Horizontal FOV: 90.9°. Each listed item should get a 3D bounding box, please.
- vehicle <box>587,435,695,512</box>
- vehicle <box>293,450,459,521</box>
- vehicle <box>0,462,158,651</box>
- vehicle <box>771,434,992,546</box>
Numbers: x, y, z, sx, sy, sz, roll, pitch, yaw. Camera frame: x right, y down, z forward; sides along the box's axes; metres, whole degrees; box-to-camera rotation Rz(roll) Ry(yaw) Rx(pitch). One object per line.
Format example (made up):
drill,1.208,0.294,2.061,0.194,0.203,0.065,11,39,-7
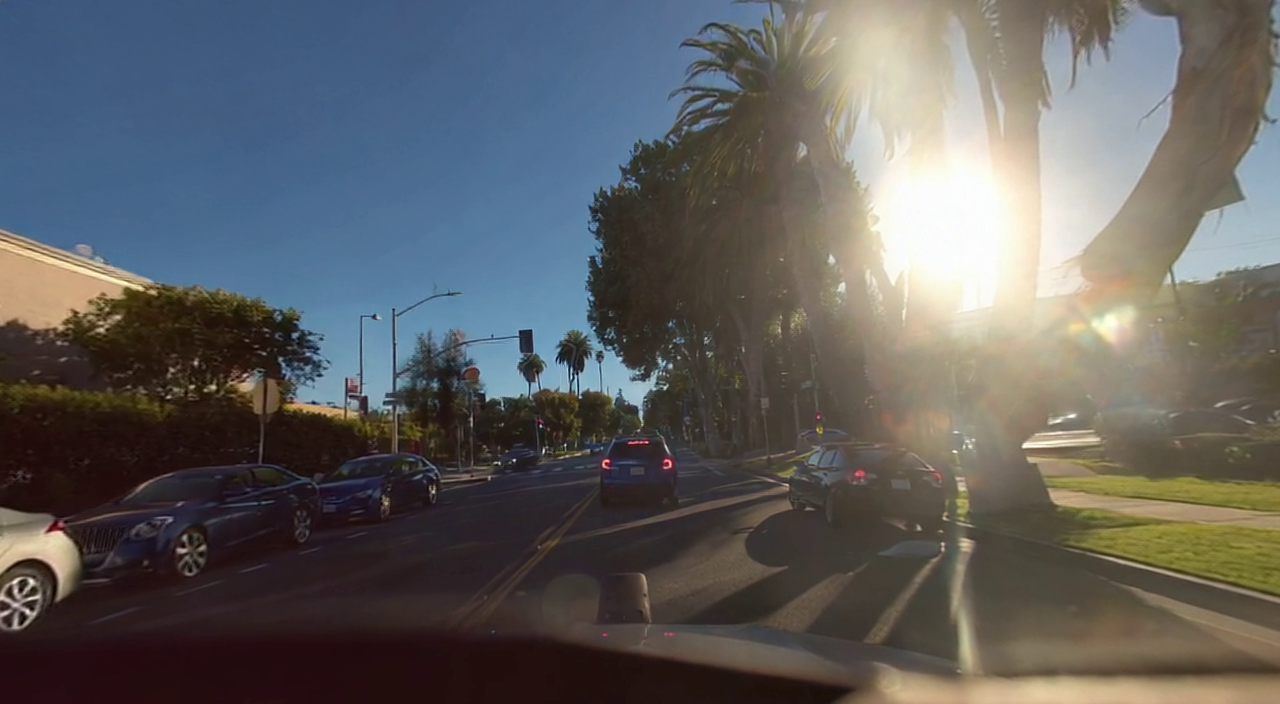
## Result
vehicle,0.018,2.608,14.064,2.060,1.452,4.078,0,-8,0
vehicle,-6.378,3.250,15.988,2.105,1.469,4.693,0,-8,1
vehicle,-6.181,1.615,4.535,1.850,1.482,4.454,0,-8,1
vehicle,3.553,2.093,10.338,1.821,1.417,4.454,0,-8,-1
